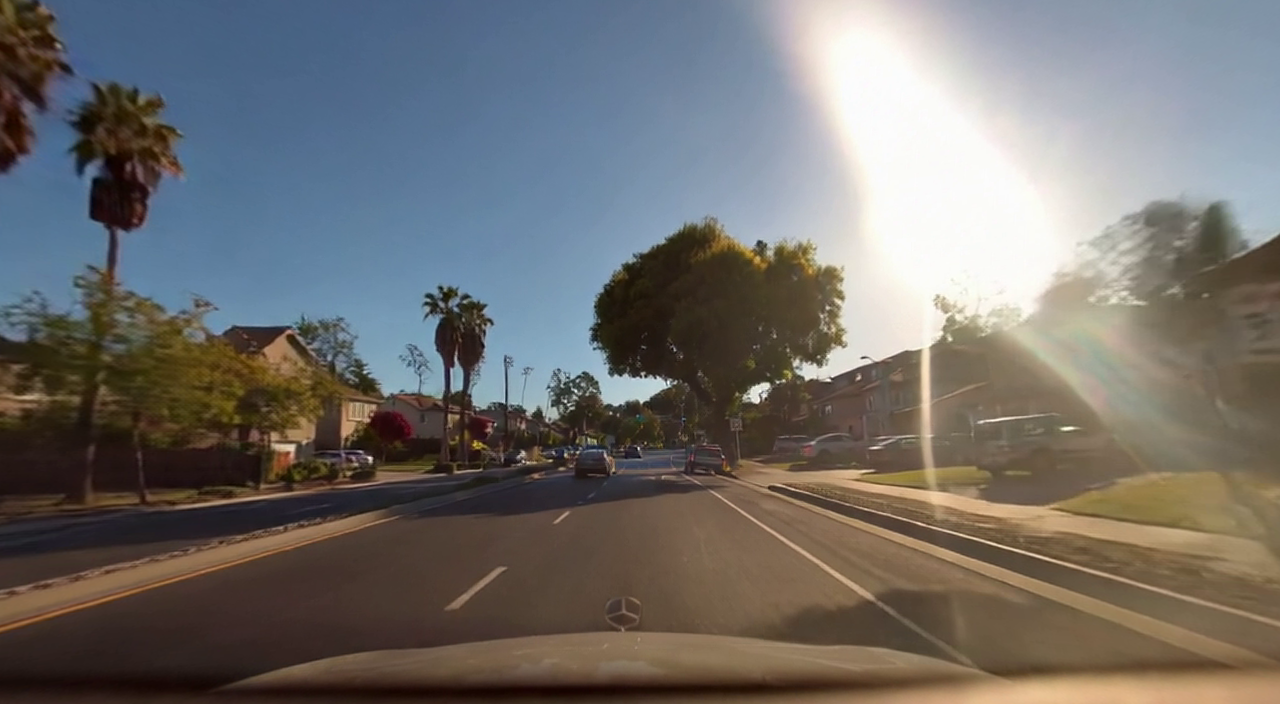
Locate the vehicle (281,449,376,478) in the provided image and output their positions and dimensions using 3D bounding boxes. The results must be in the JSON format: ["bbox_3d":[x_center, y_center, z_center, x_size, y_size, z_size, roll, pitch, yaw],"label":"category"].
[{"bbox_3d":[-19.757,7.046,40.171,4.992,1.779,1.928,0,-9,3],"label":"vehicle"}]

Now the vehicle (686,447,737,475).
[{"bbox_3d":[3.891,6.023,35.233,2.025,1.456,4.865,1,-9,-3],"label":"vehicle"}]

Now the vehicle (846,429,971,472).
[{"bbox_3d":[11.524,4.254,27.330,4.454,1.499,1.821,-3,-9,-2],"label":"vehicle"}]

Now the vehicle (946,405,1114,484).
[{"bbox_3d":[11.236,2.627,18.145,4.531,1.864,2.037,1,-10,-32],"label":"vehicle"}]

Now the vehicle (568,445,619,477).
[{"bbox_3d":[-2.241,5.389,31.597,2.035,1.474,4.284,0,-9,3],"label":"vehicle"}]

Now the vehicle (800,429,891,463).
[{"bbox_3d":[12.180,5.621,37.689,4.710,1.731,1.972,-4,-10,7],"label":"vehicle"}]
